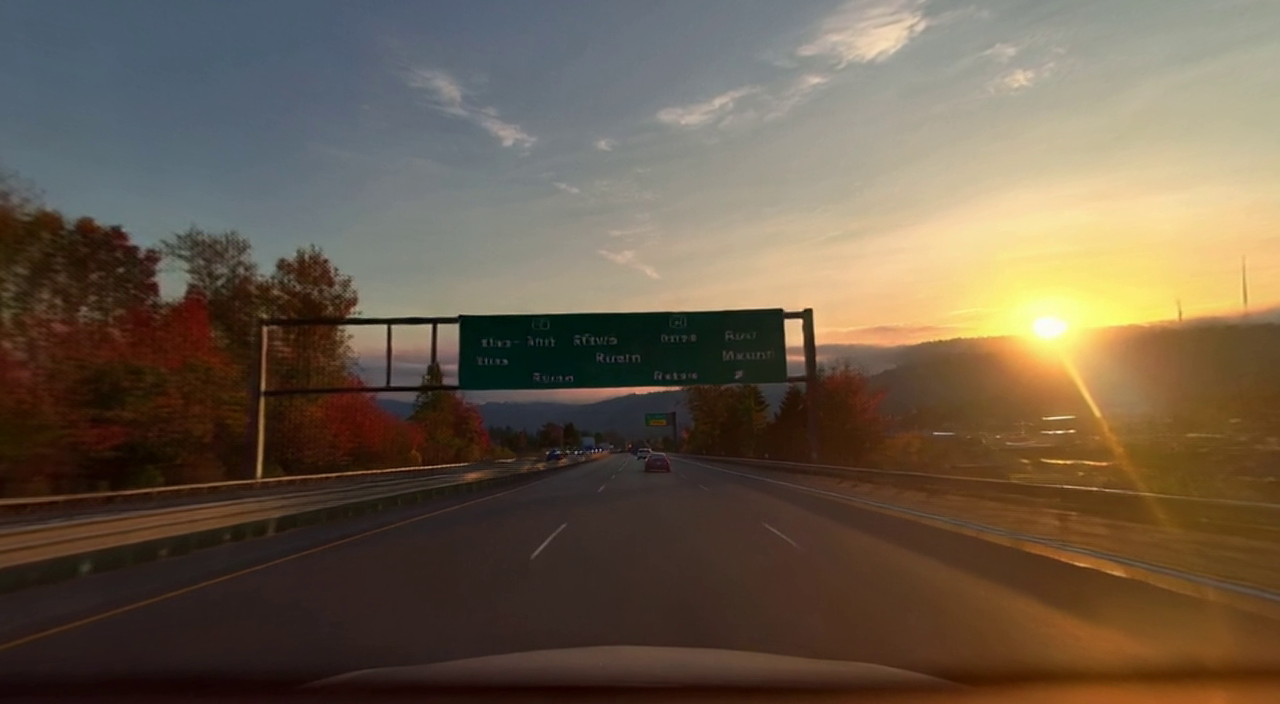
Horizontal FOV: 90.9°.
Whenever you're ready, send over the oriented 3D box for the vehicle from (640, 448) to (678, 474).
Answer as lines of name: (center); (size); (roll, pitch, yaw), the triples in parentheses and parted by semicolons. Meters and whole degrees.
vehicle: (1.064, 6.377, 37.103); (2.036, 1.457, 3.471); (0, -9, -1)
